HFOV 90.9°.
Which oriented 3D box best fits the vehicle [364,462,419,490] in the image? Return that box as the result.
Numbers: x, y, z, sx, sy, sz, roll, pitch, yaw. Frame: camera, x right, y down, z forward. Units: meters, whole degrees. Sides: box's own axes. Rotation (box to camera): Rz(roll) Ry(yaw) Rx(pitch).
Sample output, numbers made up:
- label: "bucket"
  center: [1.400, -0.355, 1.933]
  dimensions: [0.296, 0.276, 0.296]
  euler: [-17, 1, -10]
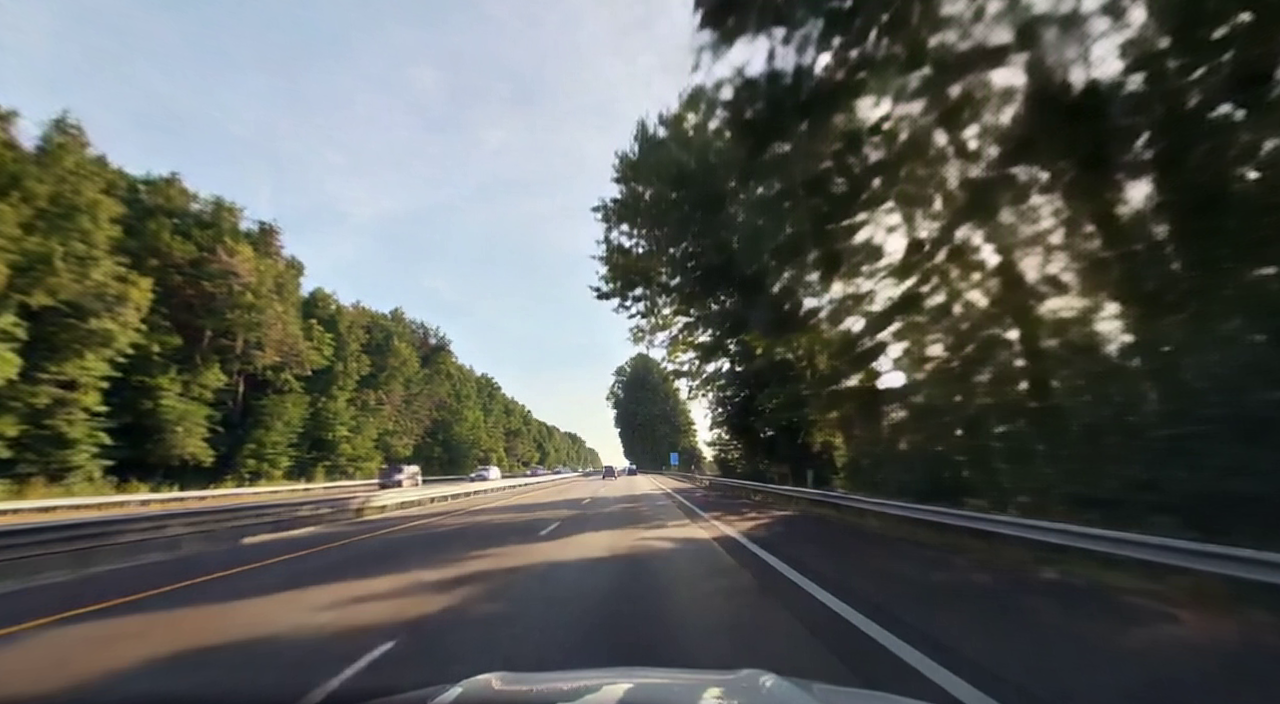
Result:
- label: "vehicle"
  center: [-17.195, 8.595, 43.884]
  dimensions: [1.967, 1.798, 4.485]
  euler: [1, -11, -1]
